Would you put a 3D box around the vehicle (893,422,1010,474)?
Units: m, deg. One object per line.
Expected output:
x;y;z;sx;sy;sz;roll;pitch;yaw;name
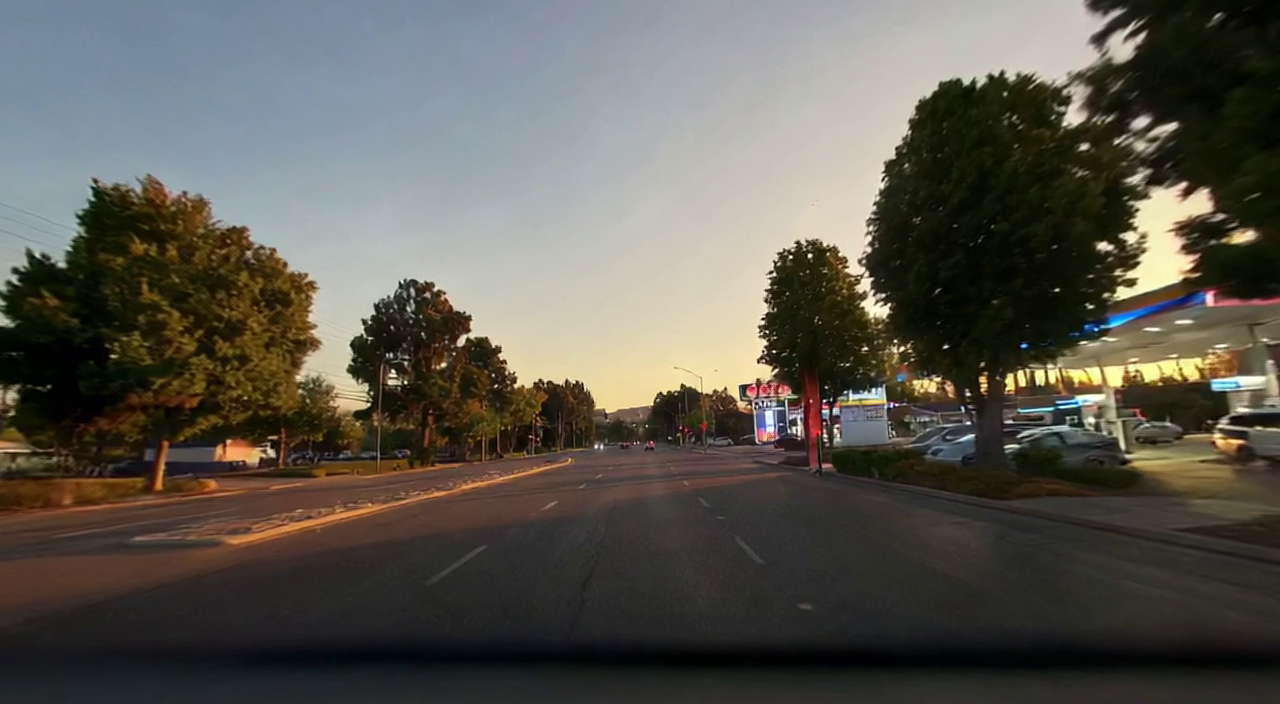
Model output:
12.408;3.876;25.614;1.983;1.727;5.085;-4;-8;-1;vehicle

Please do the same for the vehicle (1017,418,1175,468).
15.081;3.072;21.260;1.804;1.483;4.690;0;-8;-1;vehicle

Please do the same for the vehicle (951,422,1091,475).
12.115;3.116;20.448;1.812;1.517;4.424;0;-8;1;vehicle
